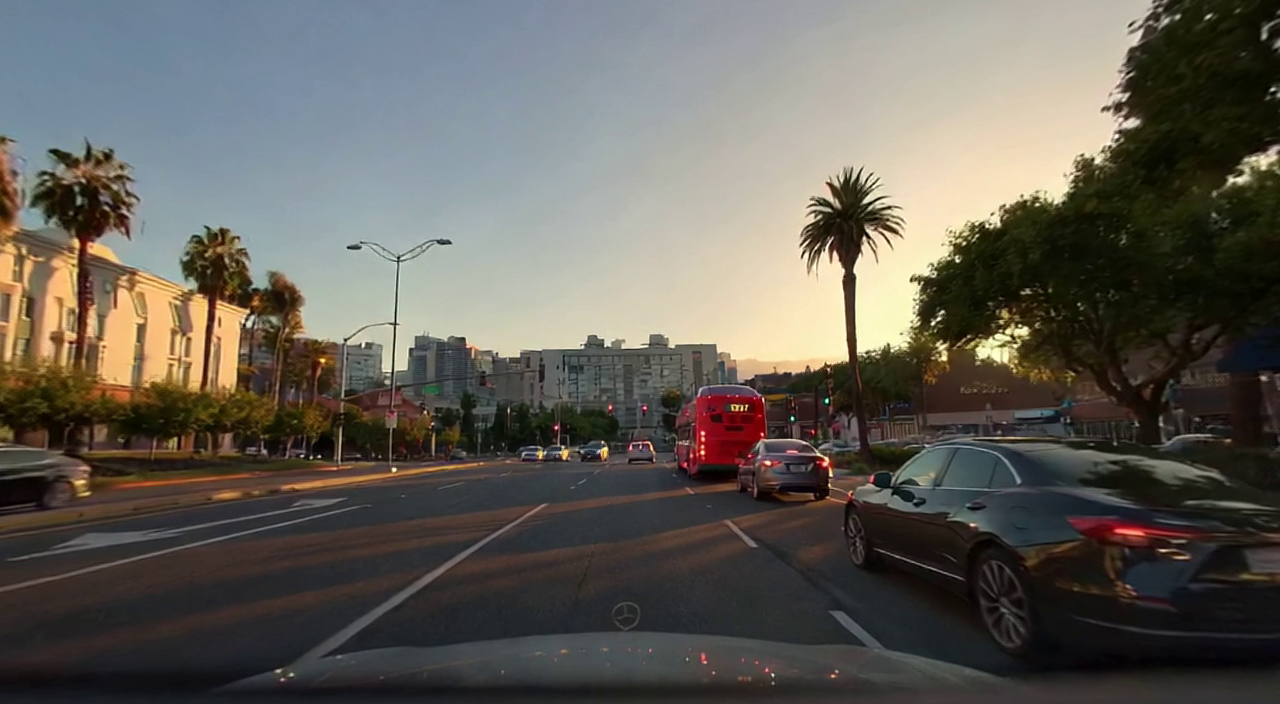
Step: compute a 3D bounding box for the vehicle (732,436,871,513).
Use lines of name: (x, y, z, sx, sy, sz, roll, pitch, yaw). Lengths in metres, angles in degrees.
vehicle: (3.600, 2.835, 15.203, 1.965, 1.519, 5.078, 0, -9, -1)

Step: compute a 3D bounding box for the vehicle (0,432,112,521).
vehicle: (-13.723, 2.510, 12.827, 2.101, 1.740, 4.543, 0, -9, -2)

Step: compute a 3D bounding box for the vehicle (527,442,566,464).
vehicle: (-6.735, 7.324, 46.094, 1.927, 1.480, 4.832, -1, -9, 2)

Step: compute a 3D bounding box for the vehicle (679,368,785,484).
vehicle: (3.596, 3.561, 28.728, 2.970, 4.015, 13.606, 0, -9, 1)

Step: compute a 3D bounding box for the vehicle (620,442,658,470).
vehicle: (0.007, 5.923, 36.236, 2.060, 1.499, 3.831, 0, -9, 1)

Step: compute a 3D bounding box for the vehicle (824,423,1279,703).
vehicle: (3.343, 1.454, 5.529, 2.063, 1.483, 4.620, 0, -9, 0)

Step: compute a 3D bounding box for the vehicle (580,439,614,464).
vehicle: (-3.111, 7.256, 46.120, 2.020, 1.721, 4.366, 0, -9, 2)
